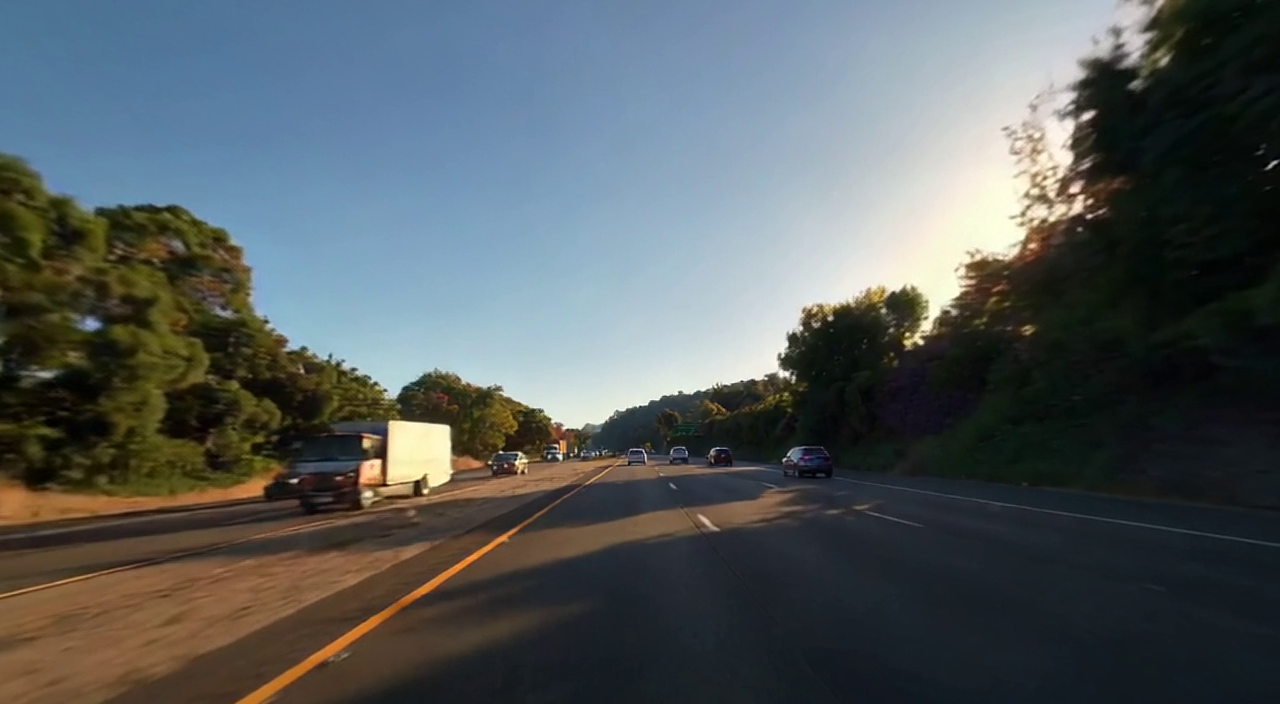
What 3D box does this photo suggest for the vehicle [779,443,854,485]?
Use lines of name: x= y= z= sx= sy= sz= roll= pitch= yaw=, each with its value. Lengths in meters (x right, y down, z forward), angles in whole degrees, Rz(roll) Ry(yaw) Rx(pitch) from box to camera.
vehicle: x=7.221 y=4.620 z=26.249 sx=1.903 sy=1.566 sz=3.866 roll=0 pitch=-9 yaw=-1

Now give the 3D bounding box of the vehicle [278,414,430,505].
vehicle: x=-8.872 y=3.415 z=20.347 sx=2.207 sy=2.457 sz=5.719 roll=0 pitch=-9 yaw=0

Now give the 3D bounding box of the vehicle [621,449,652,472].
vehicle: x=-0.255 y=7.376 z=43.042 sx=2.021 sy=1.507 sz=4.272 roll=0 pitch=-9 yaw=0

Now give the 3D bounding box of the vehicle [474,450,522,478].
vehicle: x=-8.826 y=6.980 z=39.672 sx=1.997 sy=1.658 sz=4.291 roll=0 pitch=-9 yaw=0
